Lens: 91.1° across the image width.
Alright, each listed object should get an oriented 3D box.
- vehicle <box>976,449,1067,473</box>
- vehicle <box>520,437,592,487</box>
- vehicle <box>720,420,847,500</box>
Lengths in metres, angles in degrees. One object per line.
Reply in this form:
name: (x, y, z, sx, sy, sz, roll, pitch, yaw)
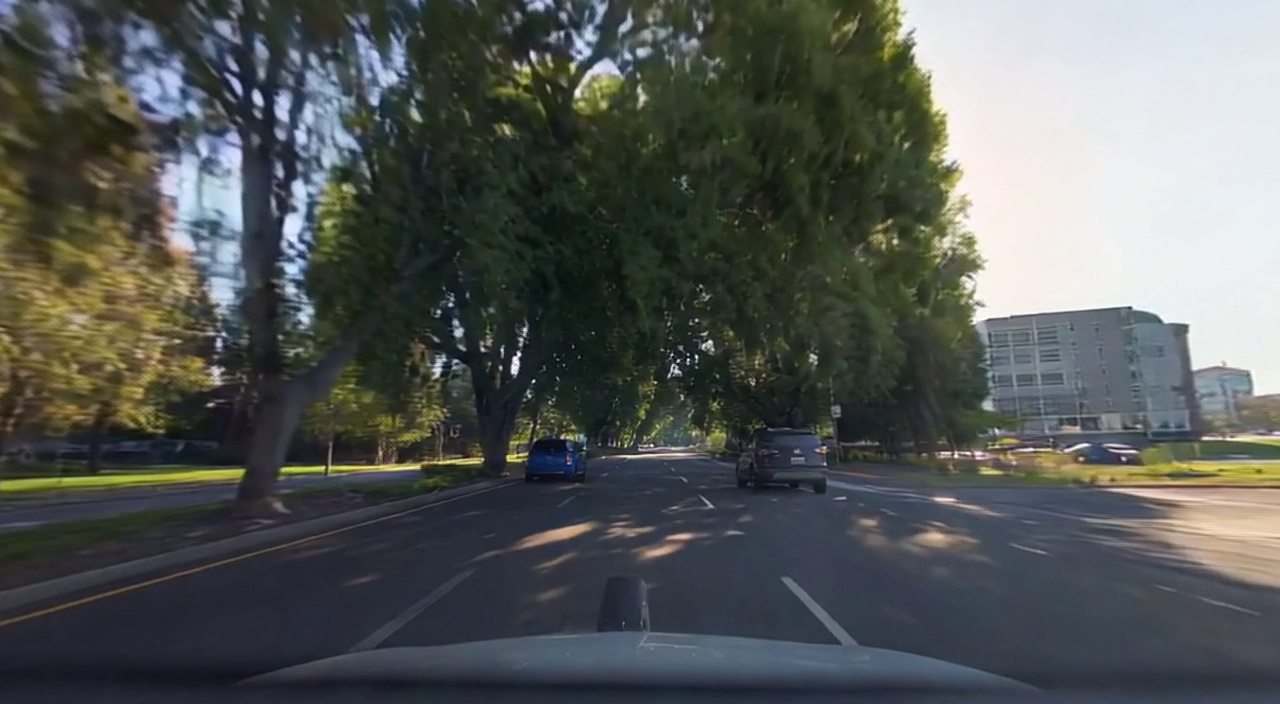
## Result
vehicle: (24.494, 7.026, 40.392, 4.587, 1.460, 1.924, 0, -8, 1)
vehicle: (-2.999, 4.016, 23.321, 2.025, 1.635, 4.293, 0, -8, 1)
vehicle: (3.549, 2.784, 16.642, 2.087, 1.759, 5.040, 0, -8, -1)
